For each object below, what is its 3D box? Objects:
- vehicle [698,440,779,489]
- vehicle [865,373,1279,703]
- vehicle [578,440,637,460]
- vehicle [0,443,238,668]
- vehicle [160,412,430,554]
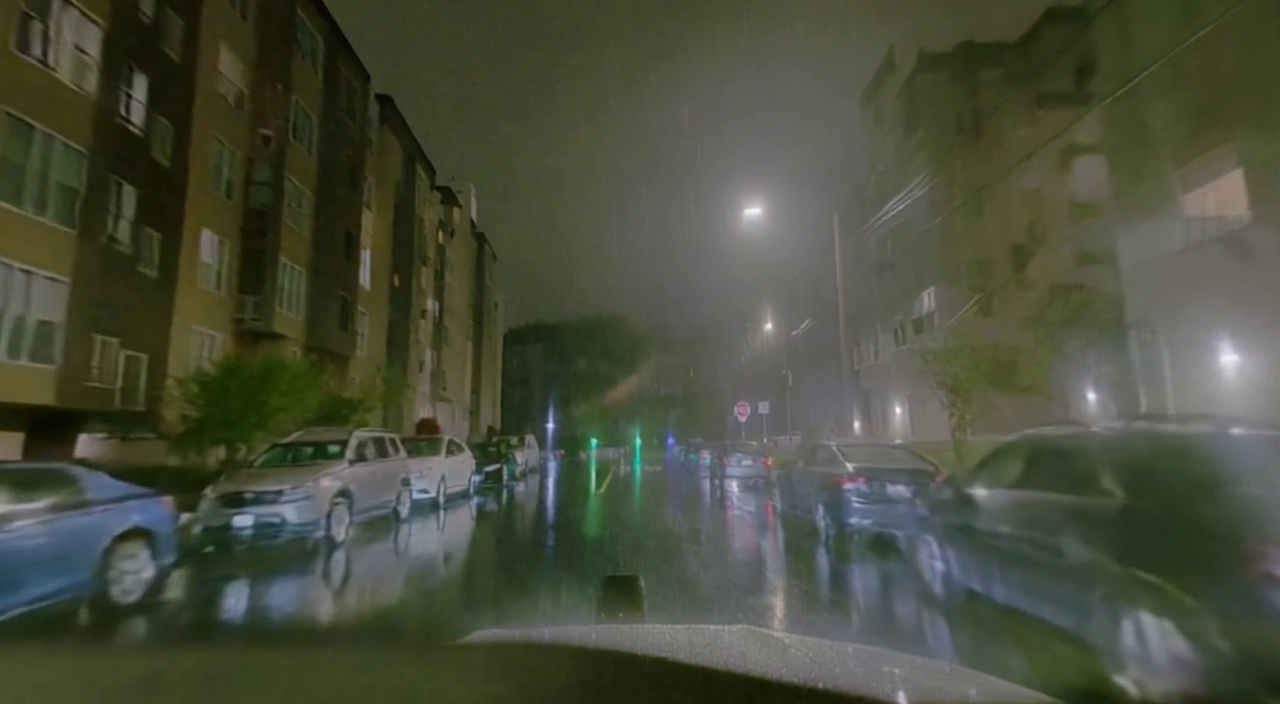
[{"bbox_3d":[3.241,3.800,21.659,1.919,1.490,4.339,0,-8,-2],"label":"vehicle"},{"bbox_3d":[3.219,1.125,3.866,2.099,1.585,4.208,0,-8,0],"label":"vehicle"},{"bbox_3d":[-2.510,7.526,48.700,4.489,1.470,1.776,1,-8,-3],"label":"vehicle"},{"bbox_3d":[-5.372,1.379,4.316,2.119,1.500,4.953,0,-8,-2],"label":"vehicle"},{"bbox_3d":[-5.551,2.143,11.100,2.216,1.953,4.553,0,-8,-1],"label":"vehicle"}]
